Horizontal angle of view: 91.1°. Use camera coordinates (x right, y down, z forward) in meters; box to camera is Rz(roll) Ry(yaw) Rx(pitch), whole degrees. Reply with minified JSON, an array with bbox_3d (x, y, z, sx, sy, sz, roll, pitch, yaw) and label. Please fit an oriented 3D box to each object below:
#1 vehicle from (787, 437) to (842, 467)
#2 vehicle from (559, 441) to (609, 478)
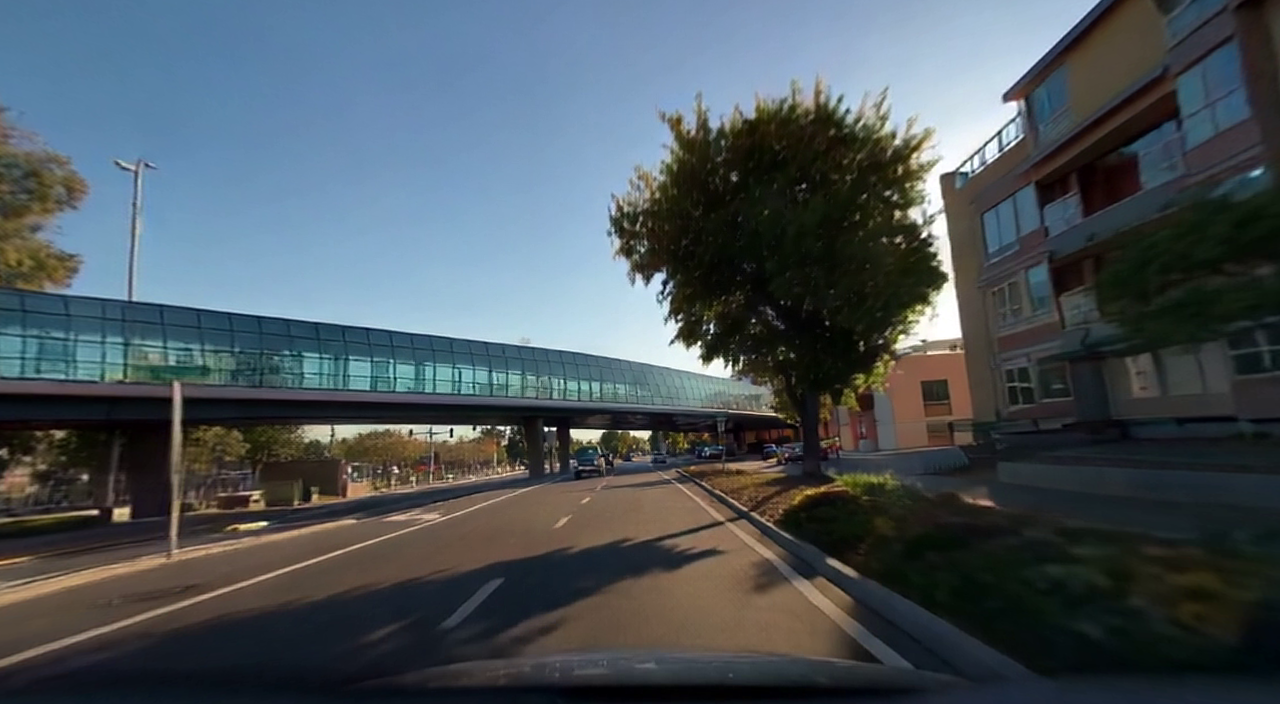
[{"bbox_3d":[11.355,6.552,41.176,2.051,1.534,4.466,-10,-9,-1],"label":"vehicle"},{"bbox_3d":[-4.016,7.848,46.233,2.967,2.369,6.635,-2,-9,0],"label":"vehicle"}]
